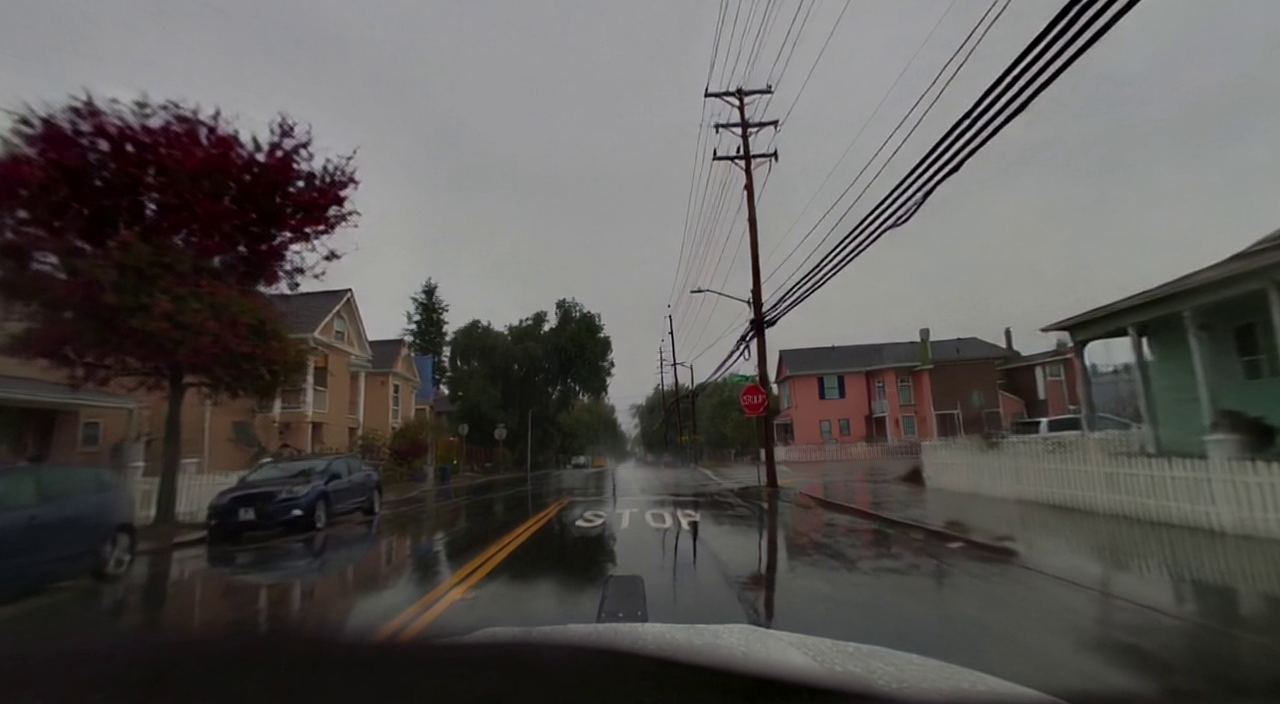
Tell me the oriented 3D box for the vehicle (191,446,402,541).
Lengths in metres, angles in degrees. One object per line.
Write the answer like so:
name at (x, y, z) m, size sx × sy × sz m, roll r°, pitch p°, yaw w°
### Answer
vehicle at (-6.726, 2.759, 13.014) m, size 2.026 × 1.560 × 4.062 m, roll -2°, pitch -9°, yaw 1°

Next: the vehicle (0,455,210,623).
vehicle at (-6.877, 1.811, 6.306) m, size 2.056 × 1.481 × 4.451 m, roll 0°, pitch -8°, yaw -1°

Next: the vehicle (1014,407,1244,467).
vehicle at (16.723, 2.967, 21.914) m, size 6.022 × 1.953 × 2.250 m, roll 0°, pitch -9°, yaw 0°

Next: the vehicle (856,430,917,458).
vehicle at (15.676, 5.905, 40.415) m, size 2.025 × 1.689 × 4.342 m, roll 0°, pitch -8°, yaw -2°
